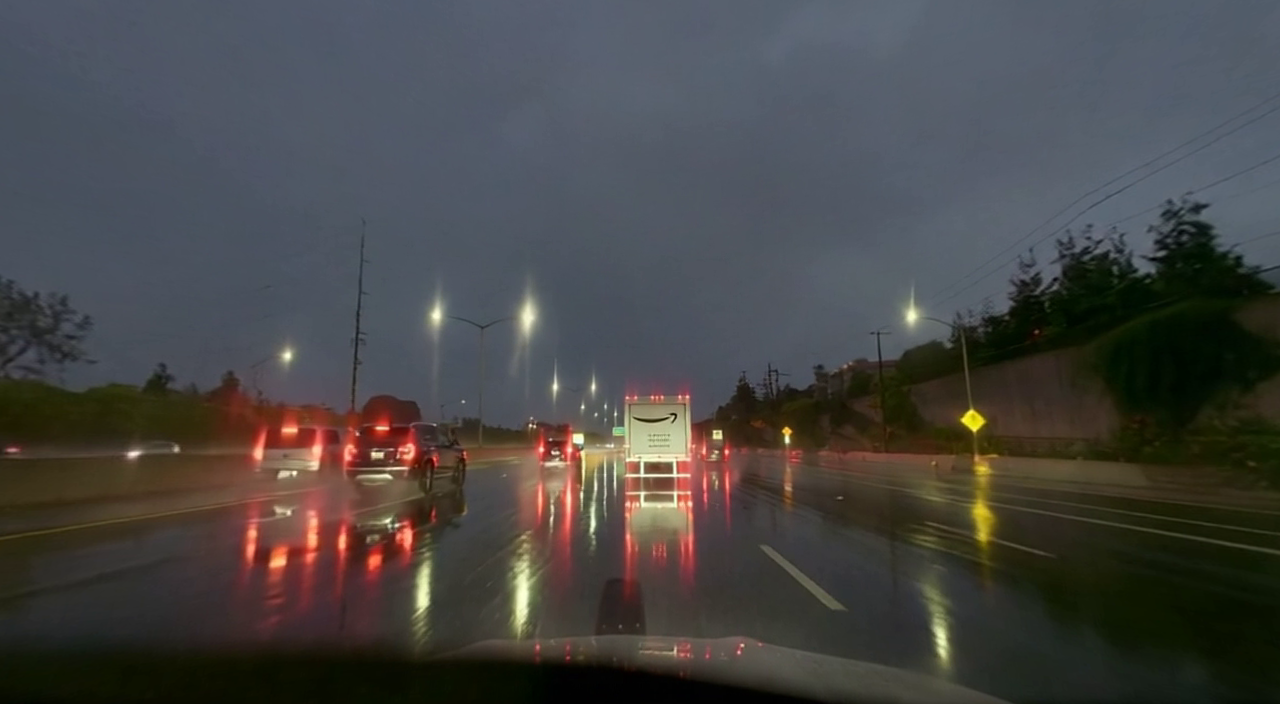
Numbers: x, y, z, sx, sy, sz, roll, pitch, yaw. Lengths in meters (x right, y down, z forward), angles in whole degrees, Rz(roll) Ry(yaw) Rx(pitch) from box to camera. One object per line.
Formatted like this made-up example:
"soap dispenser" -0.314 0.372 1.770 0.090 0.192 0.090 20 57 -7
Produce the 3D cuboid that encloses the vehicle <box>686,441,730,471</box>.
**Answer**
"vehicle" 3.620 5.624 34.274 1.970 1.499 4.491 0 -9 1

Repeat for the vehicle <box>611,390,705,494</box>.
"vehicle" 0.455 2.808 19.626 2.456 2.705 6.251 0 -9 0

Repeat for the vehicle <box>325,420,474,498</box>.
"vehicle" -6.436 2.945 17.677 2.101 1.858 5.071 0 -9 1

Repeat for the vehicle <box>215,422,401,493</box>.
"vehicle" -10.026 3.267 19.895 2.454 1.857 6.221 0 -9 0

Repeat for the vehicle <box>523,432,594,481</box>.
"vehicle" -3.010 4.001 24.238 2.095 1.688 4.188 0 -9 1

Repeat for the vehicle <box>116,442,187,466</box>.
"vehicle" -31.783 6.627 41.100 1.623 1.459 3.672 0 -9 2
